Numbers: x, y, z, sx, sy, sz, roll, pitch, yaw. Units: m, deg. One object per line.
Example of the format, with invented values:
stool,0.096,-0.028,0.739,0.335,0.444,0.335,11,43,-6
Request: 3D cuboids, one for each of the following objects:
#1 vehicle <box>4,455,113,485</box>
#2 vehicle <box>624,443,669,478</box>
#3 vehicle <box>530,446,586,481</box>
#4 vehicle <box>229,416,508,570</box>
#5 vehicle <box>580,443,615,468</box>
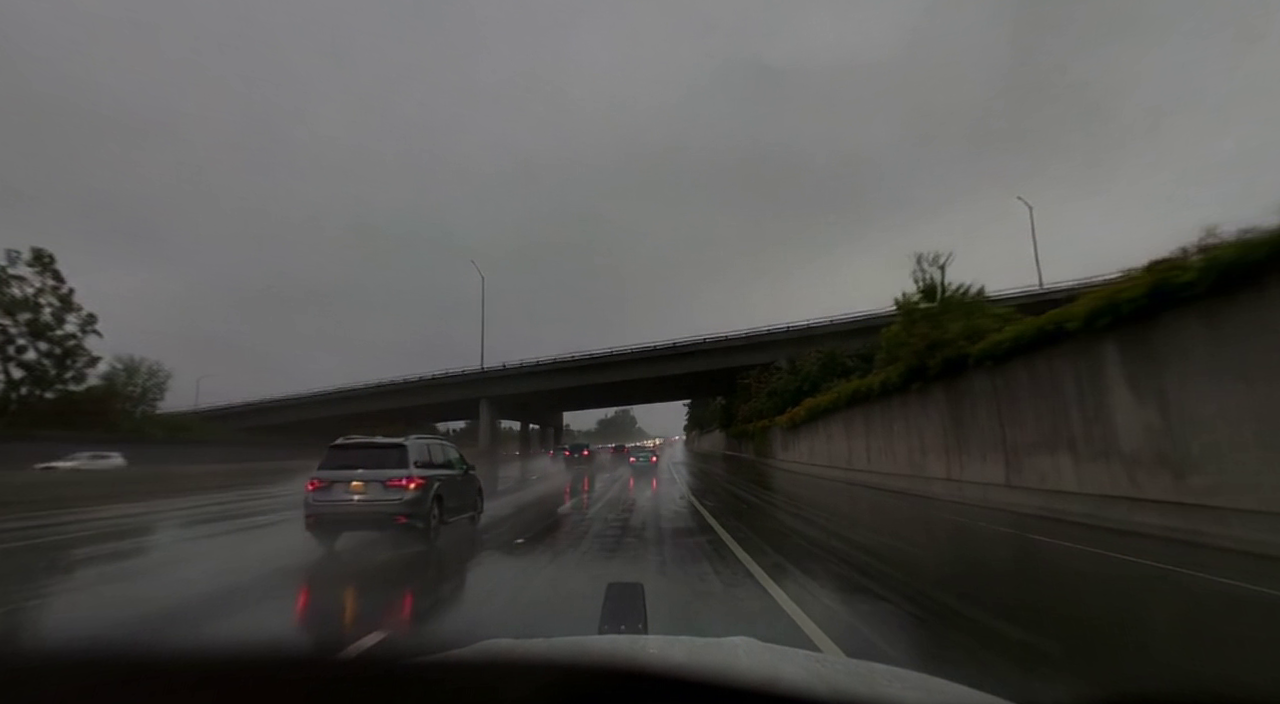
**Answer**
vehicle,-32.282,6.533,35.041,1.859,1.490,4.356,0,-8,1
vehicle,0.295,5.523,32.287,2.160,1.678,4.178,0,-8,0
vehicle,-3.829,5.281,30.027,1.997,1.490,4.471,0,-8,1
vehicle,-3.616,1.956,9.545,2.161,1.759,4.482,0,-8,1
vehicle,-3.186,7.888,48.114,2.237,1.841,4.683,0,-8,1
